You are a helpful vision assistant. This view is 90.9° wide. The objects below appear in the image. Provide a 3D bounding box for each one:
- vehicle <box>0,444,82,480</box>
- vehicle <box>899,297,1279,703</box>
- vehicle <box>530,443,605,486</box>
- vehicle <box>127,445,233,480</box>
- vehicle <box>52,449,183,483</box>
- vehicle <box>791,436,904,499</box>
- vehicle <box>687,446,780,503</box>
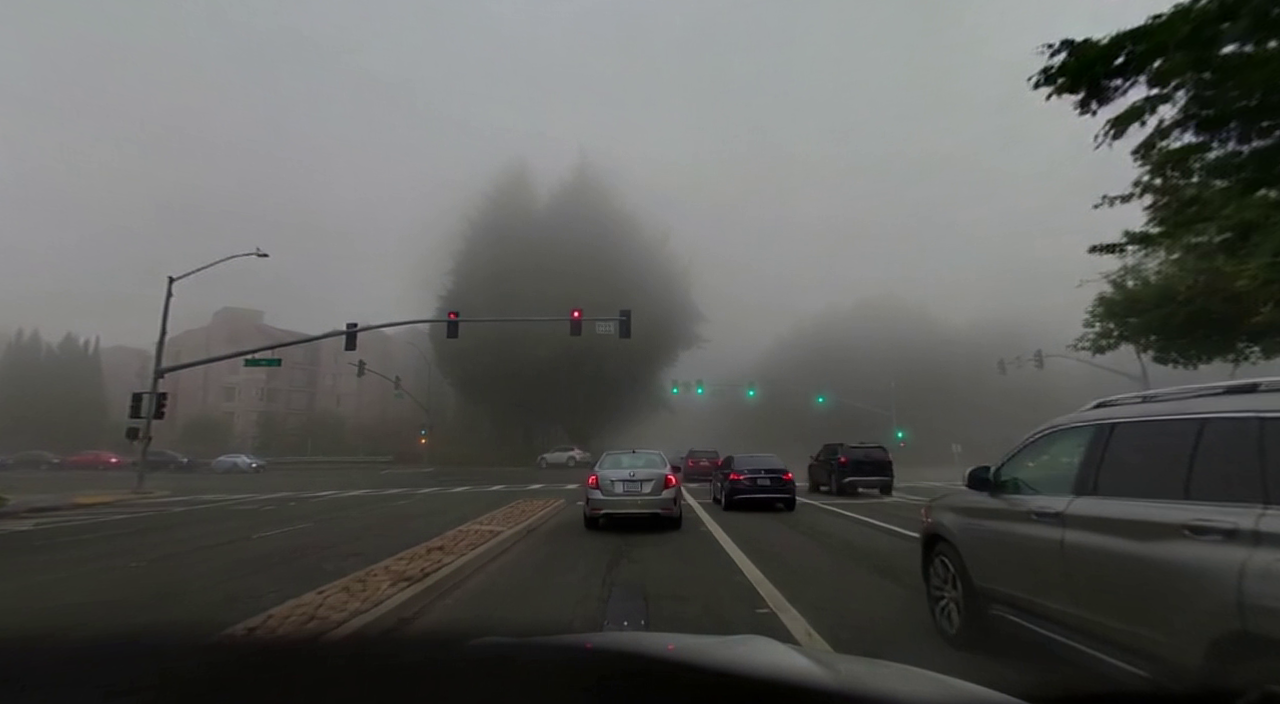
[{"bbox_3d":[-36.815,6.563,37.648,4.771,1.778,2.032,3,-8,-2],"label":"vehicle"},{"bbox_3d":[2.827,0.741,1.851,2.115,1.737,4.642,0,-8,0],"label":"vehicle"},{"bbox_3d":[-3.293,4.947,28.118,2.099,1.705,4.020,4,-9,-25],"label":"vehicle"},{"bbox_3d":[-27.723,6.647,38.097,4.689,1.734,2.034,3,-8,-1],"label":"vehicle"},{"bbox_3d":[-26.258,5.734,31.783,4.724,1.630,1.968,0,-8,-2],"label":"vehicle"},{"bbox_3d":[6.673,3.744,20.936,2.105,1.830,4.610,0,-8,-1],"label":"vehicle"},{"bbox_3d":[2.664,3.604,19.074,2.009,1.480,4.423,0,-8,-2],"label":"vehicle"}]
